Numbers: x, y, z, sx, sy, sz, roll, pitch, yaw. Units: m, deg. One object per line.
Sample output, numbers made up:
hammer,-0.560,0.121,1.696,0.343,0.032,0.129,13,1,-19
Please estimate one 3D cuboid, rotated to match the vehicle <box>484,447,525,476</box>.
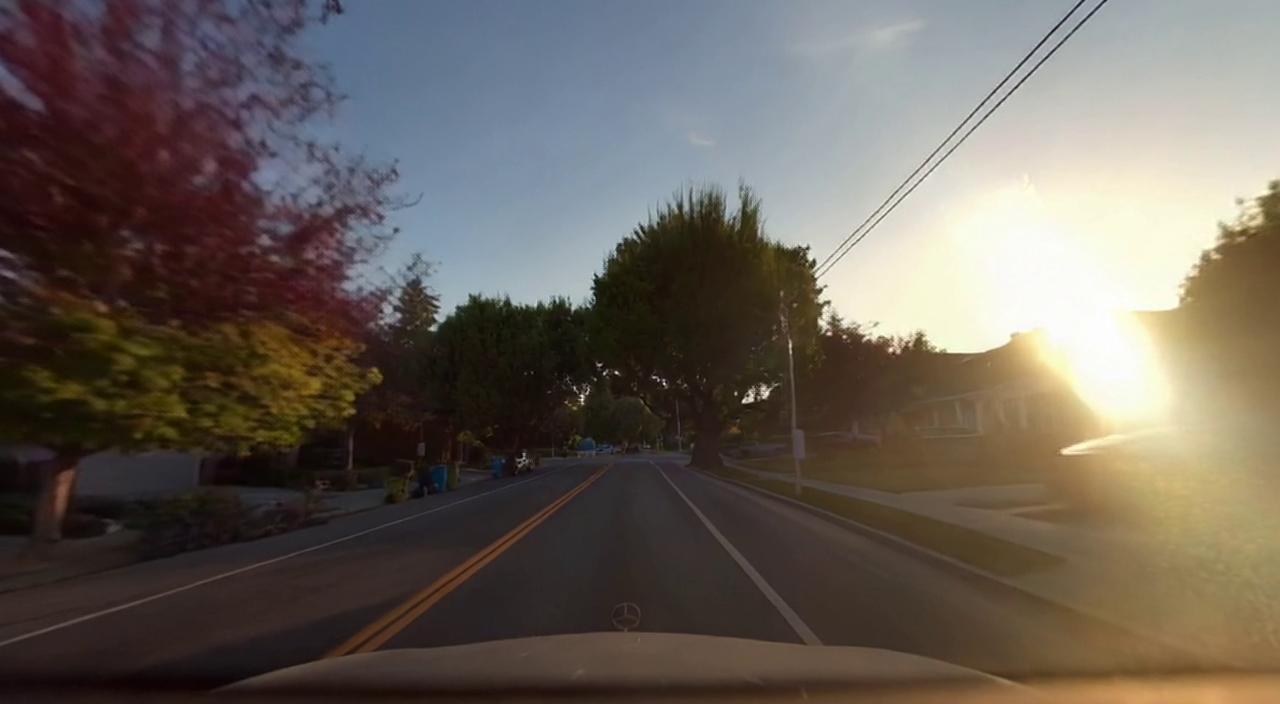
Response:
vehicle,-9.492,7.681,44.514,1.998,1.689,4.384,-4,-8,-2
